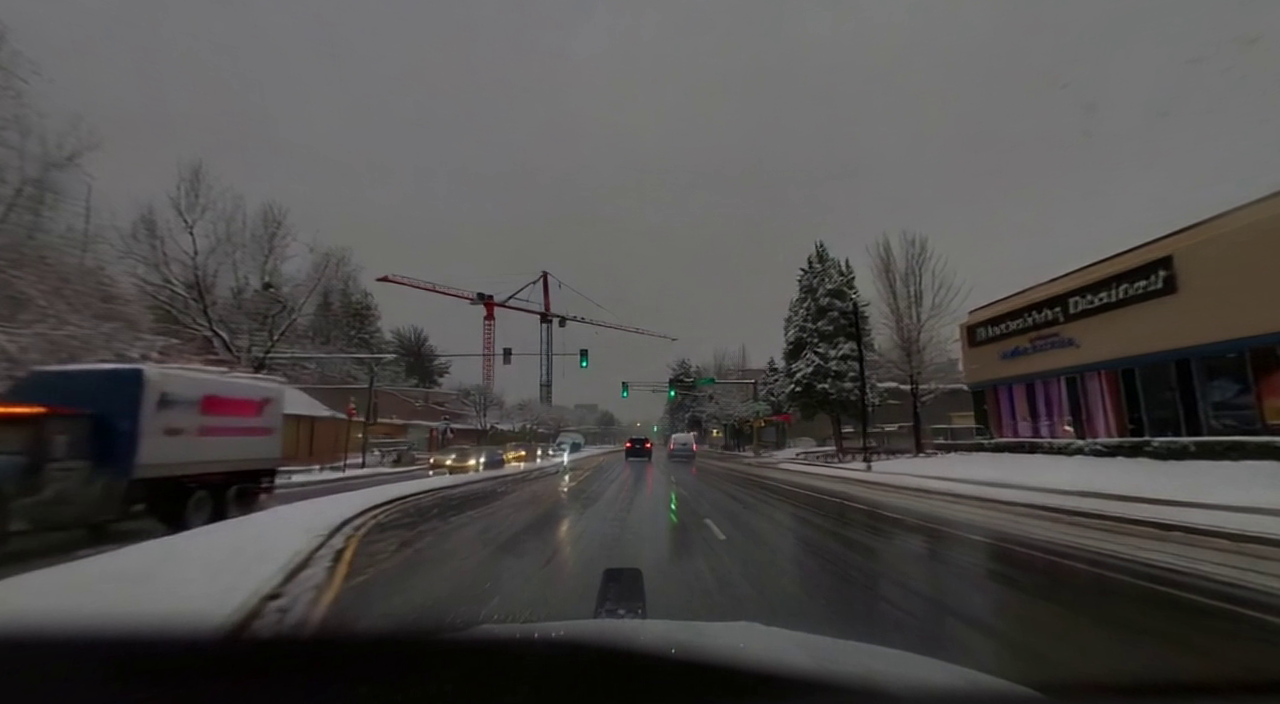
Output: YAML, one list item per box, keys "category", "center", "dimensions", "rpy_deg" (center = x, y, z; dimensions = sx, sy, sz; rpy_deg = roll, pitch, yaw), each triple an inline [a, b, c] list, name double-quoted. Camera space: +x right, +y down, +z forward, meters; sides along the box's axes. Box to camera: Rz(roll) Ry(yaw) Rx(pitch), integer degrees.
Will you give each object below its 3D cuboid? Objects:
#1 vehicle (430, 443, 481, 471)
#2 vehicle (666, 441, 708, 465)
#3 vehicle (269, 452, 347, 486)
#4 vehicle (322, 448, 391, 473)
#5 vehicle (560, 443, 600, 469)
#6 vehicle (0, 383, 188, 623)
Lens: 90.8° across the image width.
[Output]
- category: "vehicle"
  center: [-12.629, 7.190, 43.524]
  dimensions: [2.078, 1.740, 4.703]
  rpy_deg: [0, -9, 0]
- category: "vehicle"
  center: [3.444, 7.543, 47.394]
  dimensions: [2.427, 1.665, 5.593]
  rpy_deg: [0, -9, -3]
- category: "vehicle"
  center: [-16.497, 5.807, 31.607]
  dimensions: [1.725, 1.500, 3.875]
  rpy_deg: [-1, -8, 2]
- category: "vehicle"
  center: [-21.587, 8.276, 48.192]
  dimensions: [4.291, 1.687, 1.949]
  rpy_deg: [-2, -8, 3]
- category: "vehicle"
  center: [-3.614, 6.359, 38.750]
  dimensions: [1.962, 1.484, 4.351]
  rpy_deg: [0, -8, 1]
- category: "vehicle"
  center: [-5.979, 1.249, 5.326]
  dimensions: [2.058, 1.751, 4.502]
  rpy_deg: [0, -8, -16]
